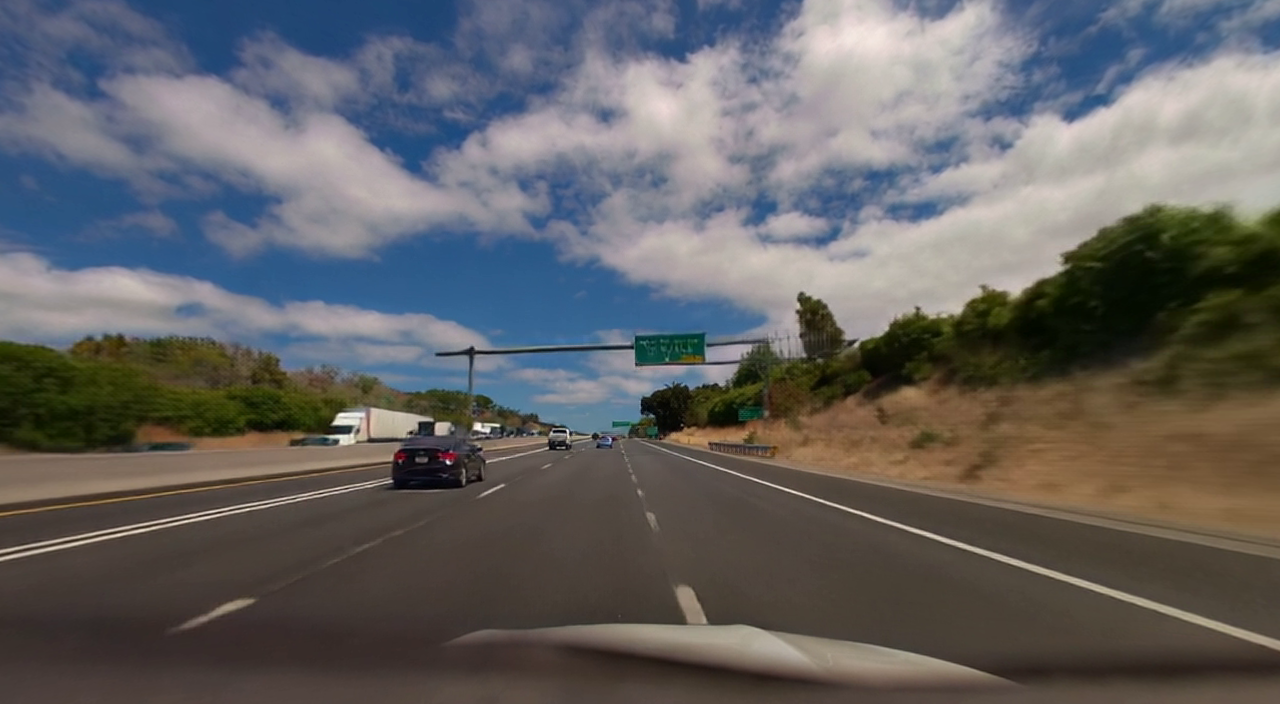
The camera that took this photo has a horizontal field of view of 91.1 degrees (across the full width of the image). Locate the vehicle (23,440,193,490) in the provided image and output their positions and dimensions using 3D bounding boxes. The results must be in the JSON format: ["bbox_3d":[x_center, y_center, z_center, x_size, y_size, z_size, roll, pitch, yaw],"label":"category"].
[{"bbox_3d":[-17.894,3.785,21.522,1.852,1.482,4.644,0,-8,-2],"label":"vehicle"}]

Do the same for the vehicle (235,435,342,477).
[{"bbox_3d":[-13.786,4.054,24.963,1.849,1.482,4.322,0,-8,-2],"label":"vehicle"}]

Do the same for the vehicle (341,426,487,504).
[{"bbox_3d":[-5.046,2.545,14.758,1.953,1.550,4.167,0,-8,-1],"label":"vehicle"}]
